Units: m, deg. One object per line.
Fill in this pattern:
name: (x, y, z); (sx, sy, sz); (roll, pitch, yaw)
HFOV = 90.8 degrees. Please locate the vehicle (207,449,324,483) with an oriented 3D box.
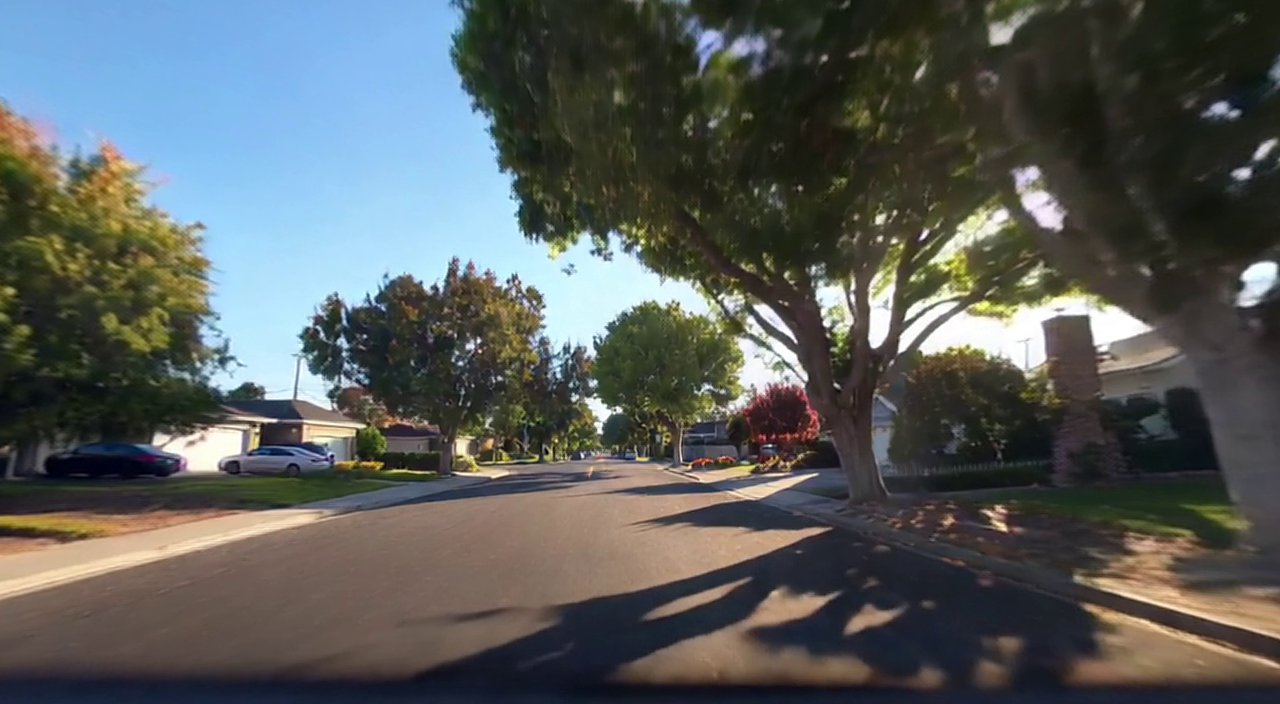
vehicle: (-17.930, 5.472, 30.433); (4.307, 1.508, 2.072); (0, -9, -2)

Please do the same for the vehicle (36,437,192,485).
vehicle: (-21.329, 4.439, 25.806); (4.359, 1.789, 2.123); (0, -9, -3)
